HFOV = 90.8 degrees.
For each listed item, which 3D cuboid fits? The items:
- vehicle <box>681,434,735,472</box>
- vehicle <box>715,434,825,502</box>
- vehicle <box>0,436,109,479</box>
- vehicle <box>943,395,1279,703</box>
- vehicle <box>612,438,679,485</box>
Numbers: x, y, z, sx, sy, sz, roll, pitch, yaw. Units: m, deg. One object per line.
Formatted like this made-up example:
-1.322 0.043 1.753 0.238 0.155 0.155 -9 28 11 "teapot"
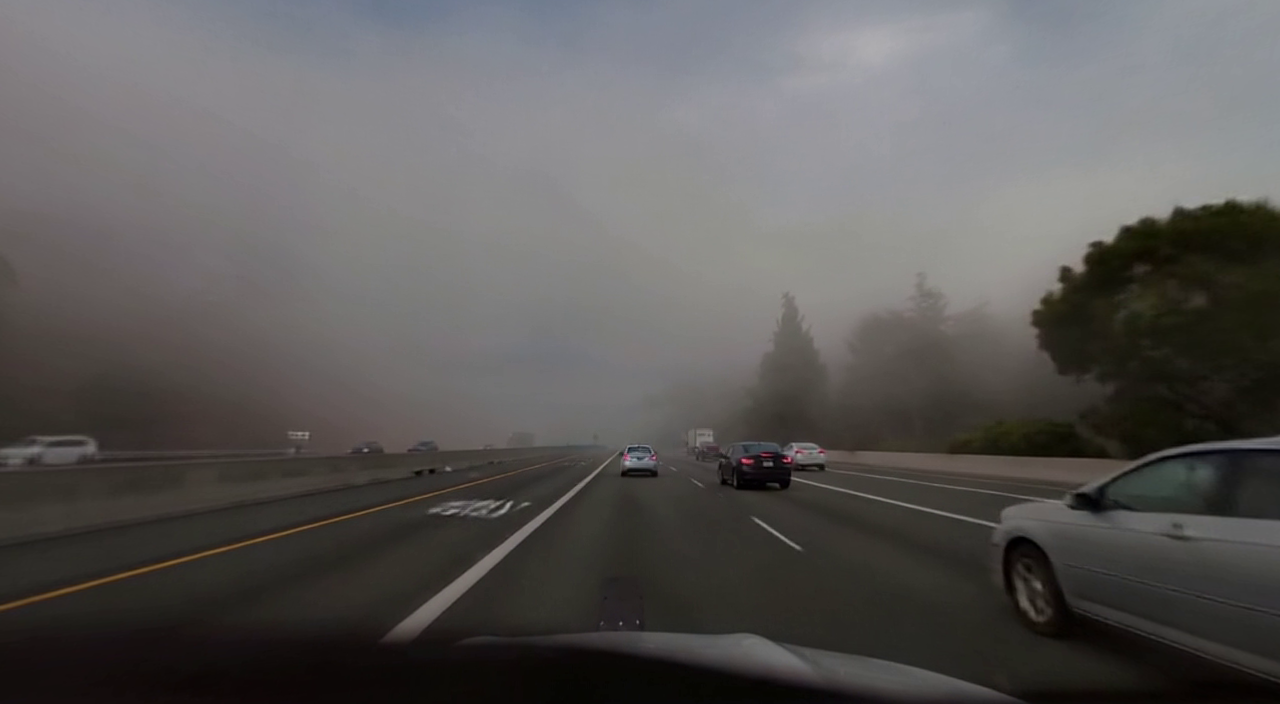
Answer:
3.226 4.885 30.712 1.997 1.663 4.169 0 -8 -2 "vehicle"
3.210 2.948 16.512 1.856 1.517 4.198 0 -8 -2 "vehicle"
-25.729 4.425 26.768 2.105 1.666 4.914 0 -8 0 "vehicle"
3.481 0.963 2.699 1.993 1.504 4.781 0 -8 0 "vehicle"
0.120 3.750 21.963 2.098 1.475 3.997 0 -8 -2 "vehicle"
